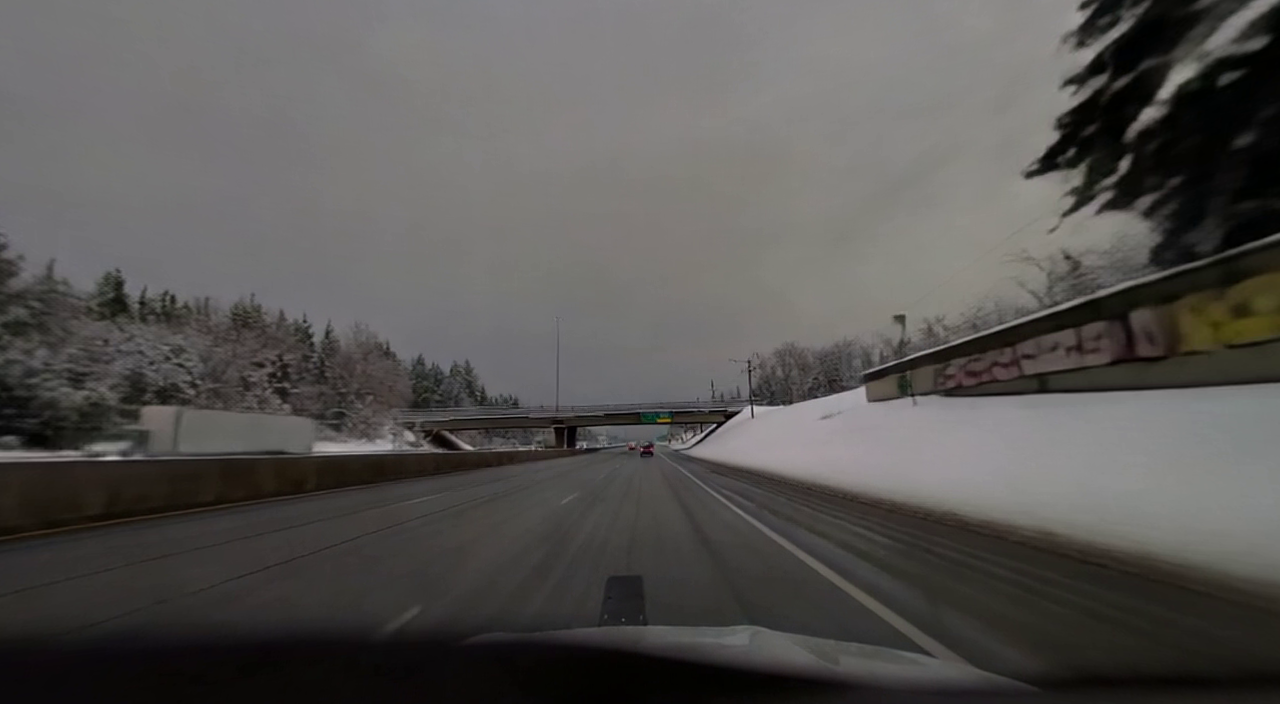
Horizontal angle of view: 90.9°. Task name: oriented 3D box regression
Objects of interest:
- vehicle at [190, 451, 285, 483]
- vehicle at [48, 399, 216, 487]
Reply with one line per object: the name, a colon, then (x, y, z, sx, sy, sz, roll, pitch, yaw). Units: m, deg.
vehicle: (-19.722, 5.633, 31.153, 1.861, 1.479, 4.337, 0, -9, -1)
vehicle: (-24.462, 4.468, 30.842, 3.013, 3.883, 5.972, 0, -9, 0)
